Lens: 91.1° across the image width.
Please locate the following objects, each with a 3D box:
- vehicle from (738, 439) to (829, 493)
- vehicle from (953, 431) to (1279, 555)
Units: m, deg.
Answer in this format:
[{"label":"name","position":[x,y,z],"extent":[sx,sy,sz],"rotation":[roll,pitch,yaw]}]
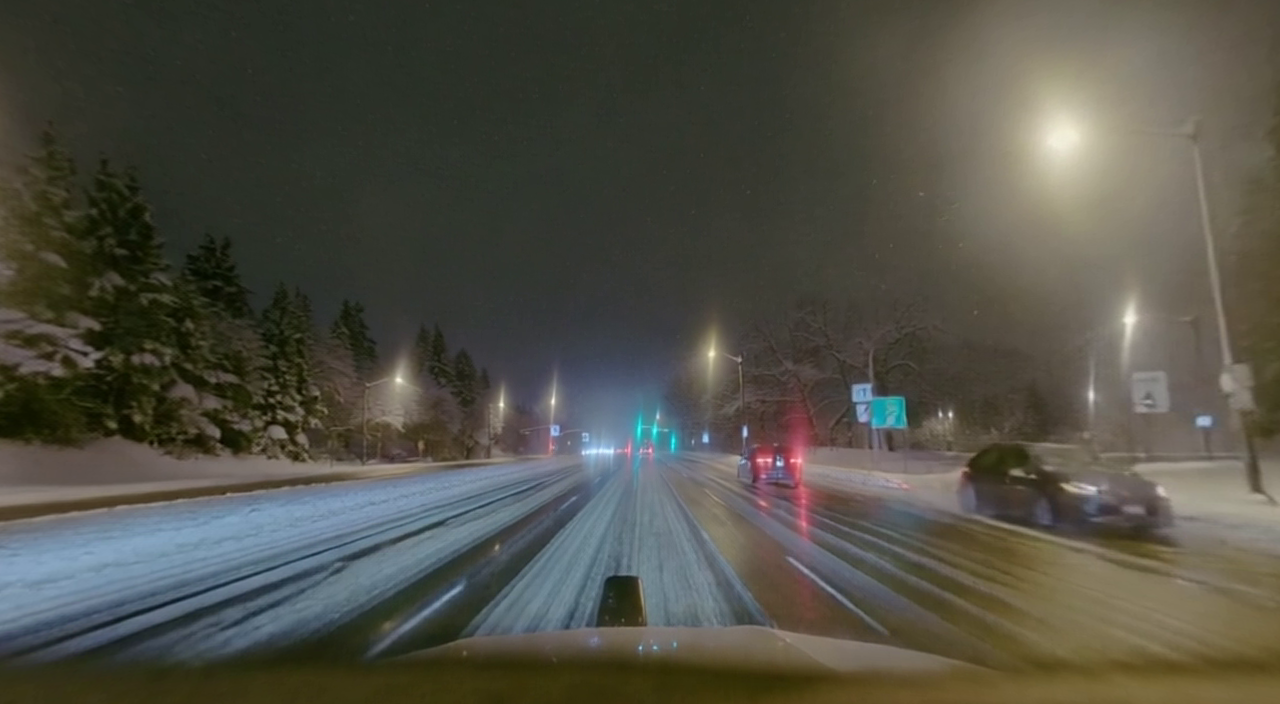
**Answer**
[{"label":"vehicle","position":[4.484,3.626,20.357],"extent":[1.913,1.516,4.322],"rotation":[0,-9,0]},{"label":"vehicle","position":[7.664,2.277,11.041],"extent":[2.063,1.625,5.102],"rotation":[-1,-9,5]}]
